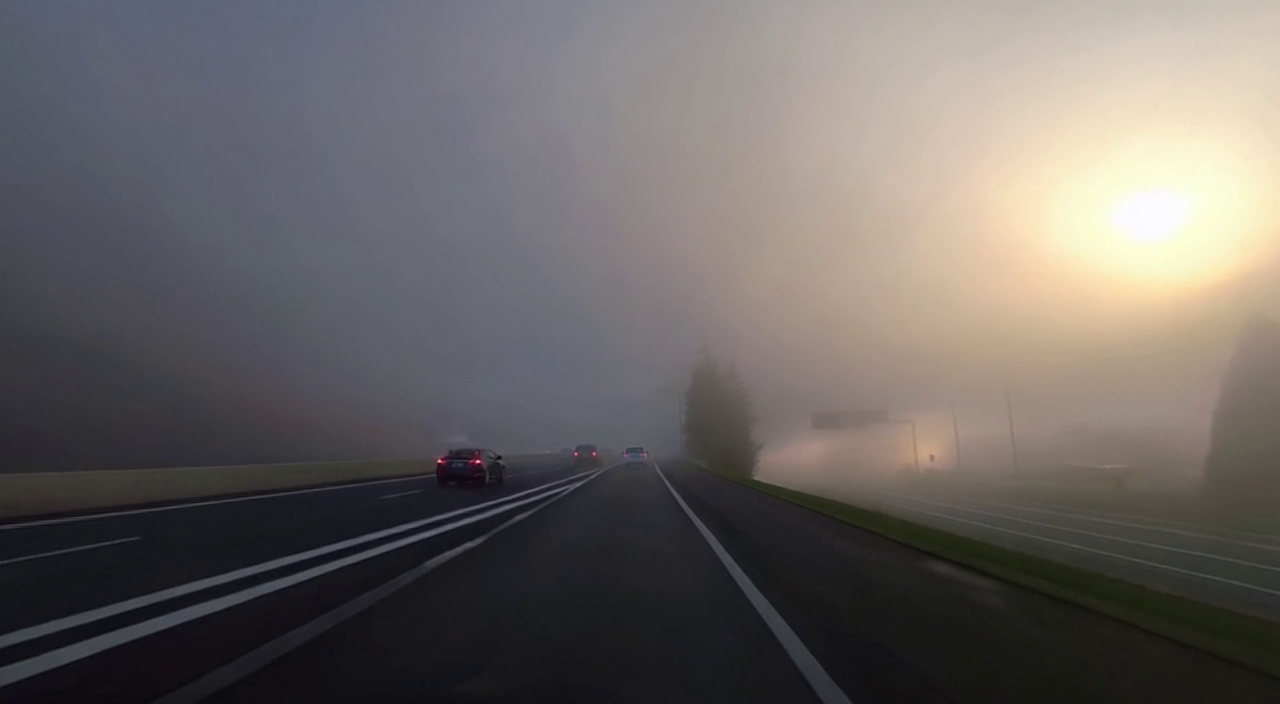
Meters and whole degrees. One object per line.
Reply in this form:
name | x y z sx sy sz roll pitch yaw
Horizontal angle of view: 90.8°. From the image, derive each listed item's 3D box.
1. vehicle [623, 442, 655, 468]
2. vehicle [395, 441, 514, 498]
vehicle | -0.013 7.388 45.532 2.179 1.742 4.396 0 -9 1
vehicle | -5.657 3.640 20.020 2.102 1.562 4.884 -1 -9 3
